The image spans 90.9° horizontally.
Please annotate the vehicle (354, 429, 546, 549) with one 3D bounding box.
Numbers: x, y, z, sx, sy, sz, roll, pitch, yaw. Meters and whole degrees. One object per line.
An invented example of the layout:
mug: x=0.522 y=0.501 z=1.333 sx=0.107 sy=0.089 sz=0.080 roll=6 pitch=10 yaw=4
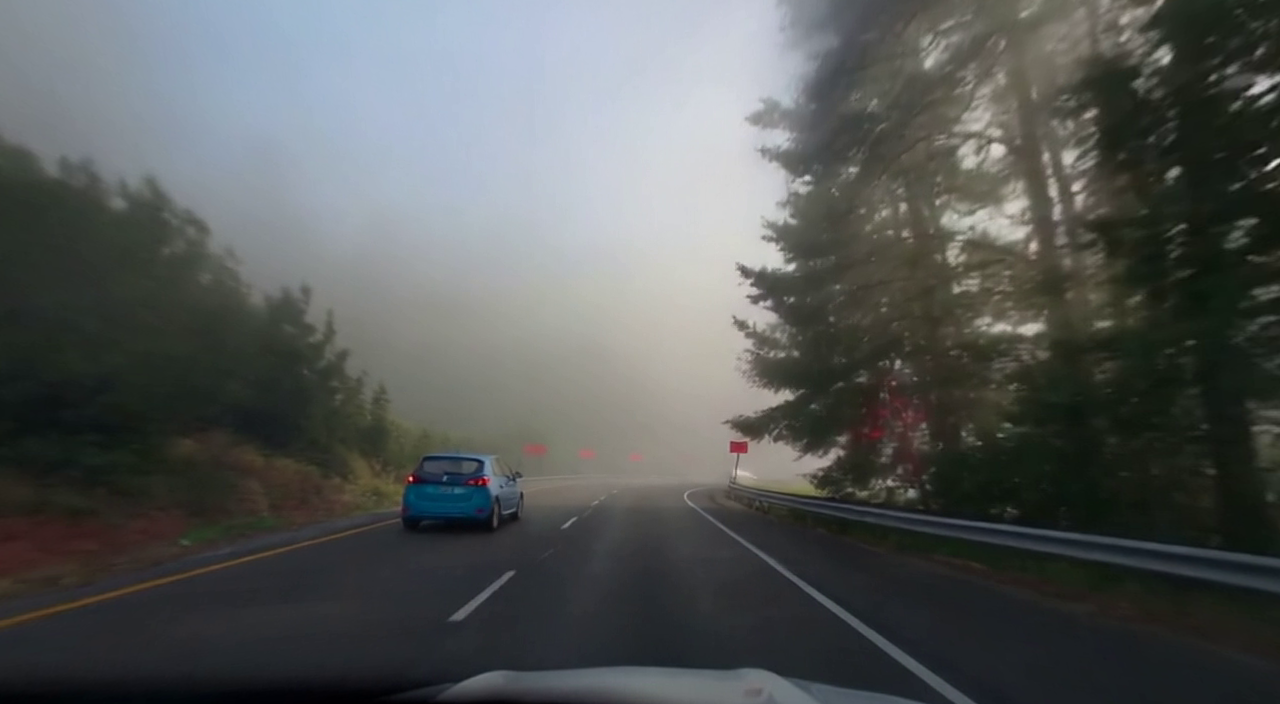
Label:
vehicle: x=-3.110 y=2.401 z=11.476 sx=1.997 sy=1.692 sz=4.422 roll=1 pitch=-10 yaw=1
